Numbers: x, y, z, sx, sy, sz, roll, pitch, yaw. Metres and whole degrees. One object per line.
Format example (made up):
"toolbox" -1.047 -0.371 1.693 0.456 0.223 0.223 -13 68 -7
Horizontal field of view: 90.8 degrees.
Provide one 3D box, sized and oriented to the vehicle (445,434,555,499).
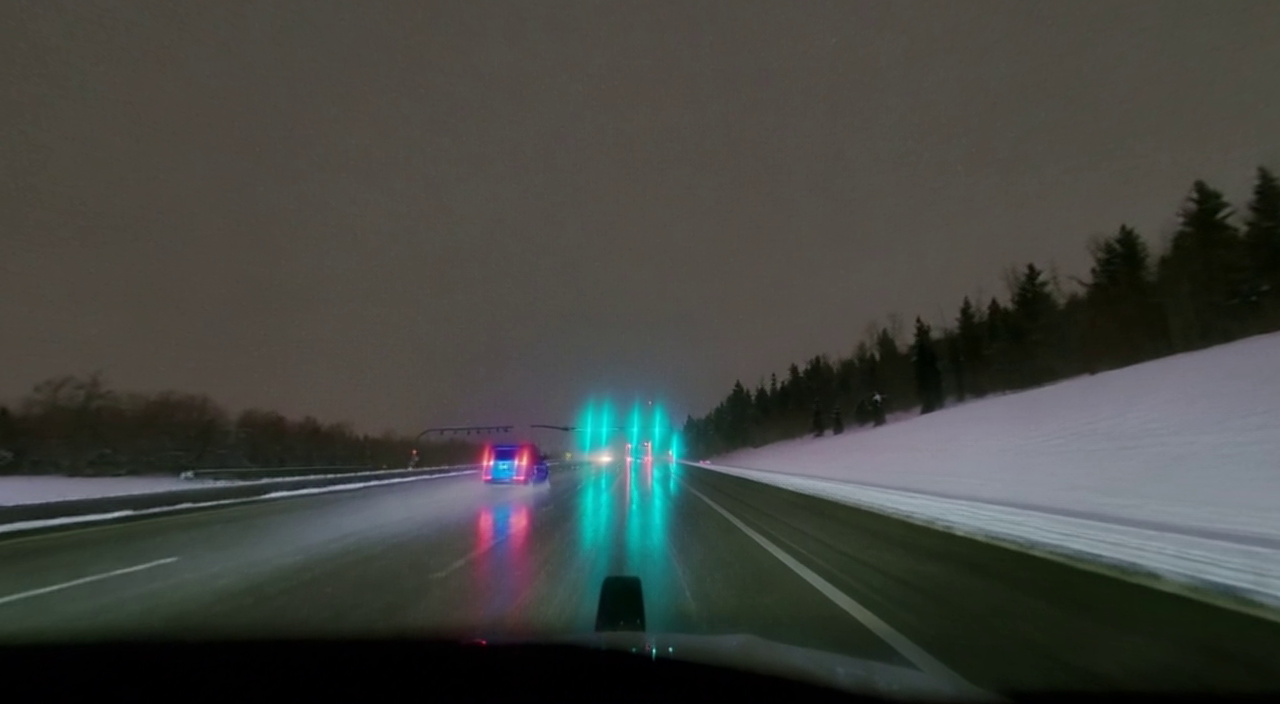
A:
"vehicle" -4.193 3.550 19.976 2.272 1.759 5.058 0 -9 1
